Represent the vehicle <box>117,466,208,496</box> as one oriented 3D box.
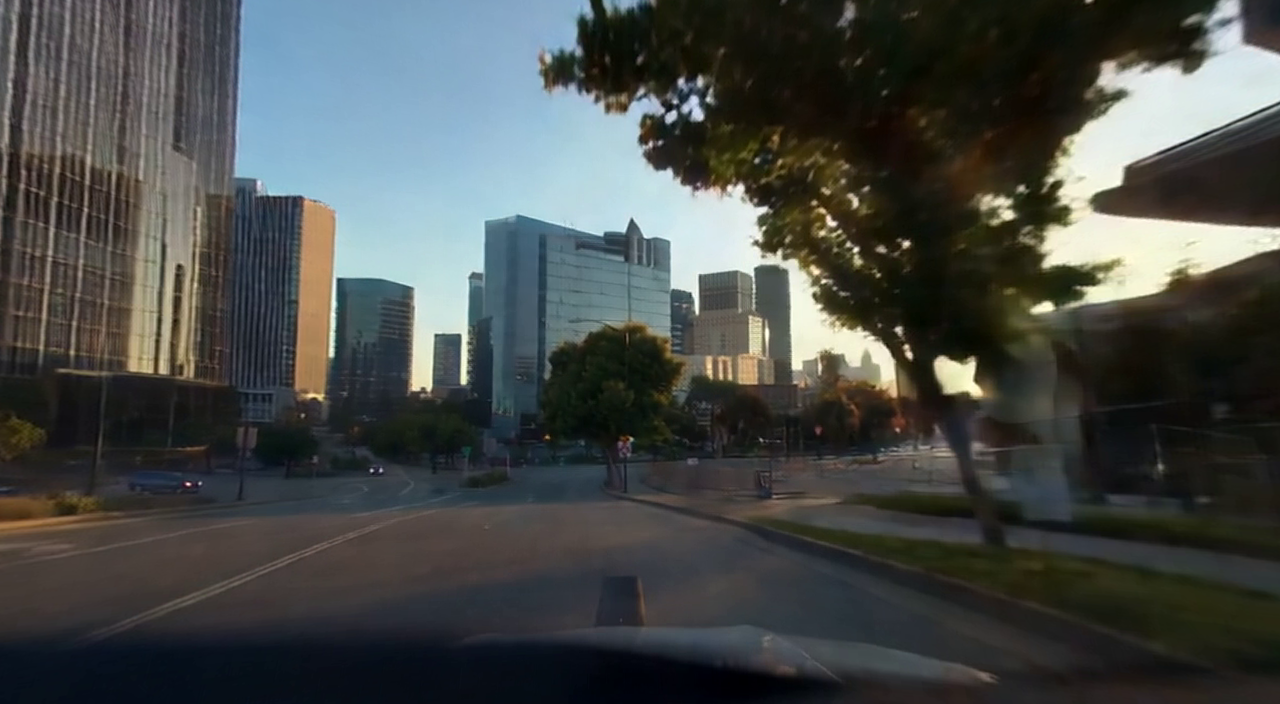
[{"bbox_3d":[-31.010,8.338,41.068,4.473,1.778,2.125,-2,-9,10],"label":"vehicle"}]
